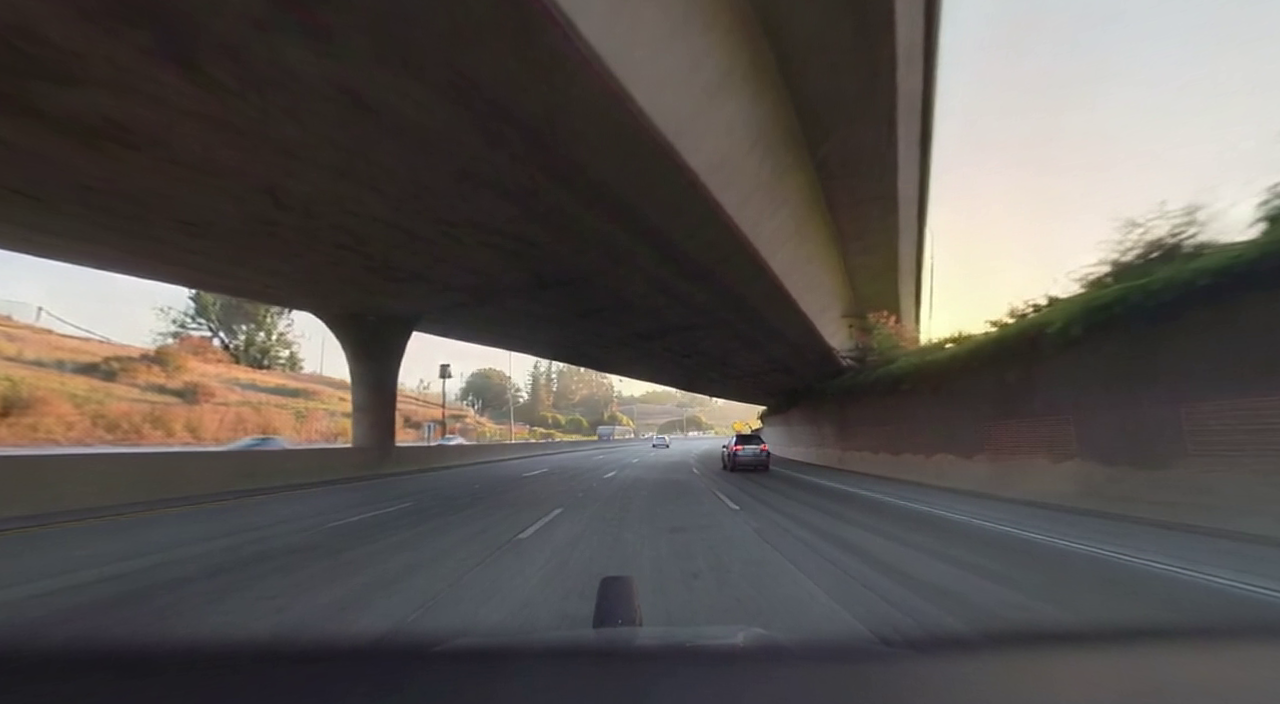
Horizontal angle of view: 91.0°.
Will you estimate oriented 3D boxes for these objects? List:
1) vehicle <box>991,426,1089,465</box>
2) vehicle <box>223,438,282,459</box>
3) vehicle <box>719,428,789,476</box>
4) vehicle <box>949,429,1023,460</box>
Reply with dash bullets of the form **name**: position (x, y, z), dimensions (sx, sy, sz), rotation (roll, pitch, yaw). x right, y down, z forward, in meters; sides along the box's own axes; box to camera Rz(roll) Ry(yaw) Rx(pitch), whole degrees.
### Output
- **vehicle**: position (19.505, 4.588, 30.991), dimensions (1.912, 1.756, 4.768), rotation (-1, -8, 4)
- **vehicle**: position (-28.026, 6.975, 45.612), dimensions (1.758, 1.461, 3.679), rotation (-1, -8, 3)
- **vehicle**: position (4.426, 3.959, 25.112), dimensions (2.090, 1.715, 4.228), rotation (0, -8, 1)
- **vehicle**: position (20.125, 5.419, 36.859), dimensions (1.852, 1.730, 4.661), rotation (-1, -8, 3)
